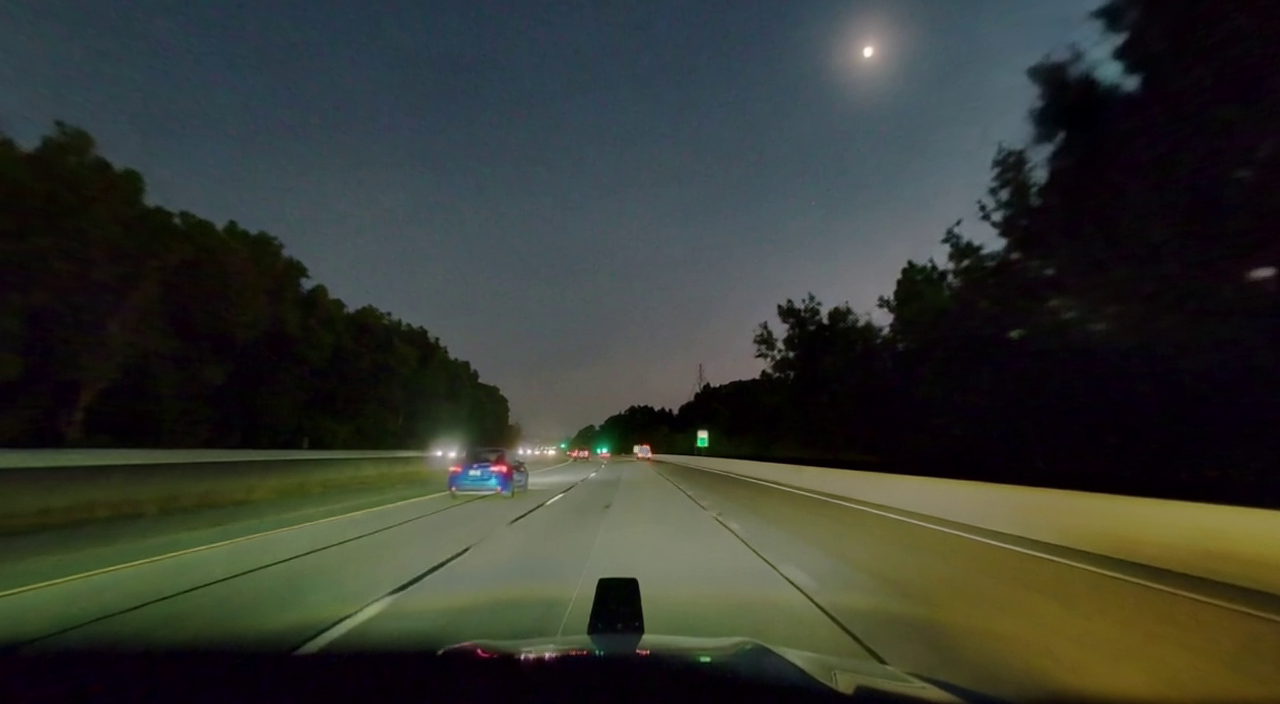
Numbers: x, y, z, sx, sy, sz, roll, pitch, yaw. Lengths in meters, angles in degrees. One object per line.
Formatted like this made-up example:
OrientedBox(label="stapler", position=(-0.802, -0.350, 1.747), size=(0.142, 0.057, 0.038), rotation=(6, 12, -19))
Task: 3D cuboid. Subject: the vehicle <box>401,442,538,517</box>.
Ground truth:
OrientedBox(label="vehicle", position=(-3.887, 2.981, 15.415), size=(1.957, 1.499, 4.965), rotation=(0, -9, 0))
